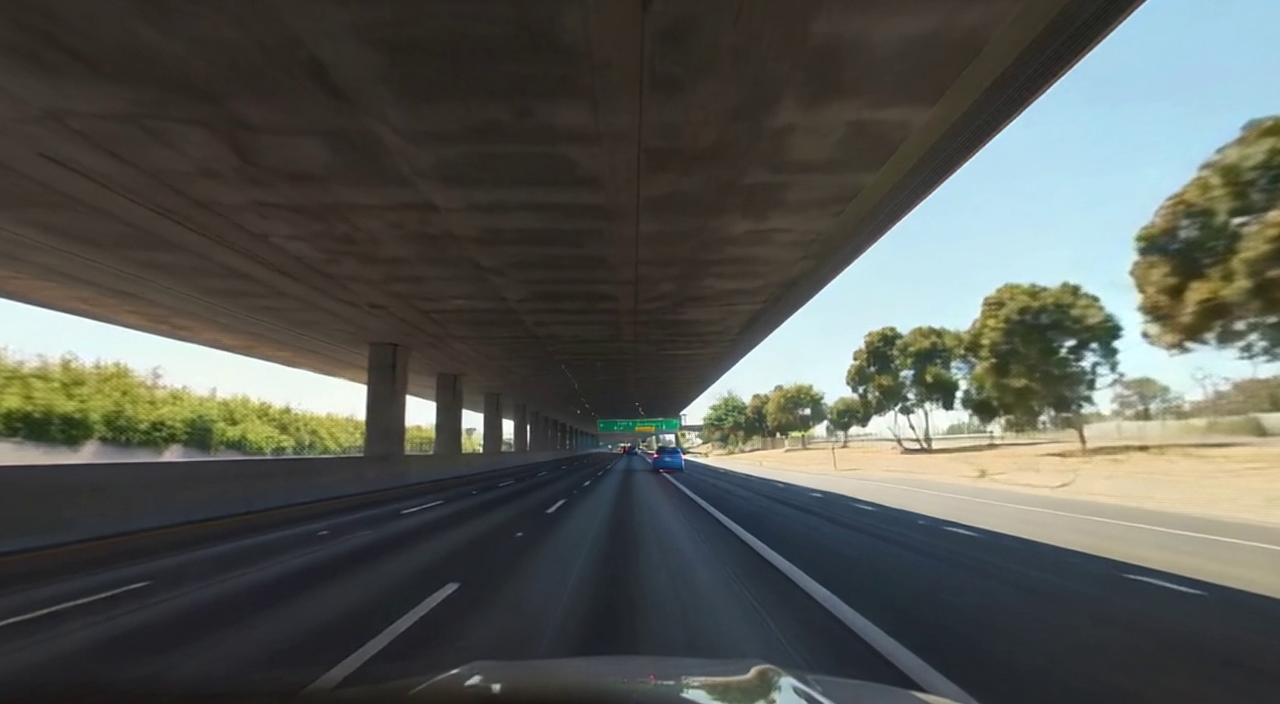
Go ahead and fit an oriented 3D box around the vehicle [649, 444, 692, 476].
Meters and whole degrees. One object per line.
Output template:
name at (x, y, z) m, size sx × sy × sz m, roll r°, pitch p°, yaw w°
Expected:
vehicle at (1.475, 5.513, 32.371) m, size 2.055 × 1.501 × 4.321 m, roll 0°, pitch -9°, yaw 1°
